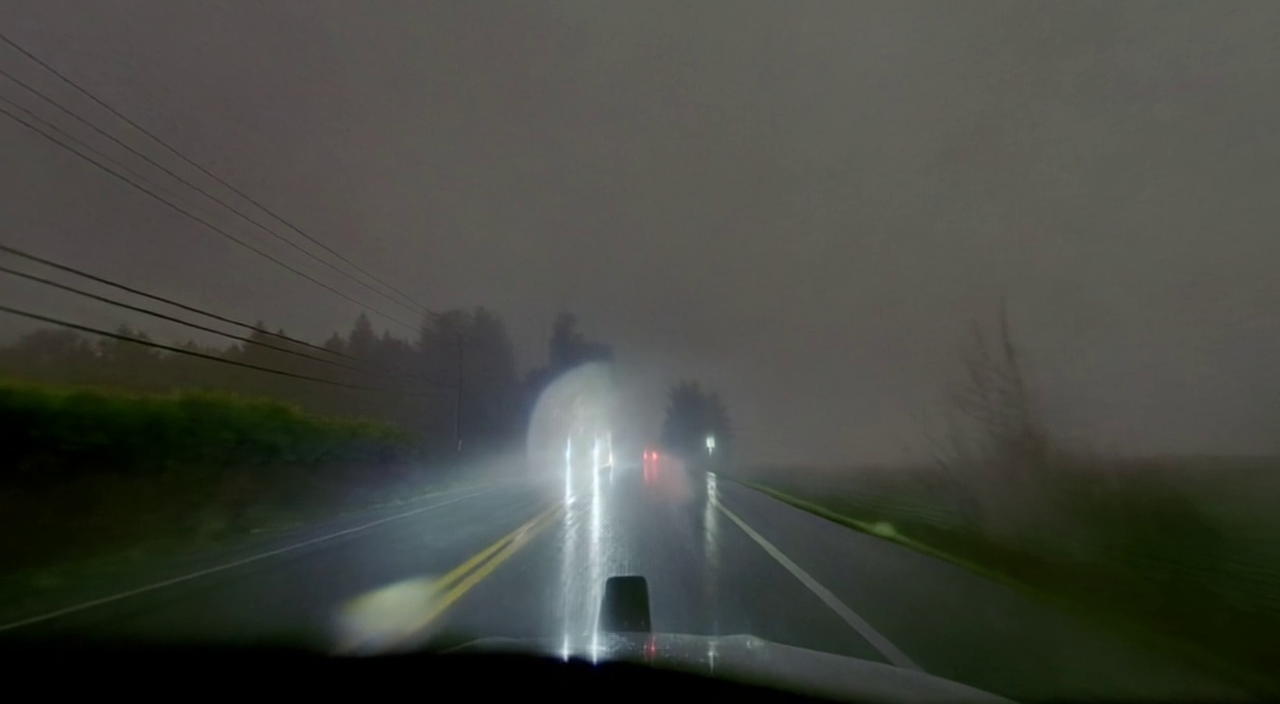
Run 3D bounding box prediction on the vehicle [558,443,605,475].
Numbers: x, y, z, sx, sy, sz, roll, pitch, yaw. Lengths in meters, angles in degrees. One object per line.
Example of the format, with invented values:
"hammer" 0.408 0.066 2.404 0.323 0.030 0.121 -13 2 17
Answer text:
"vehicle" -3.567 6.707 39.733 2.255 1.849 5.576 -1 -9 2
